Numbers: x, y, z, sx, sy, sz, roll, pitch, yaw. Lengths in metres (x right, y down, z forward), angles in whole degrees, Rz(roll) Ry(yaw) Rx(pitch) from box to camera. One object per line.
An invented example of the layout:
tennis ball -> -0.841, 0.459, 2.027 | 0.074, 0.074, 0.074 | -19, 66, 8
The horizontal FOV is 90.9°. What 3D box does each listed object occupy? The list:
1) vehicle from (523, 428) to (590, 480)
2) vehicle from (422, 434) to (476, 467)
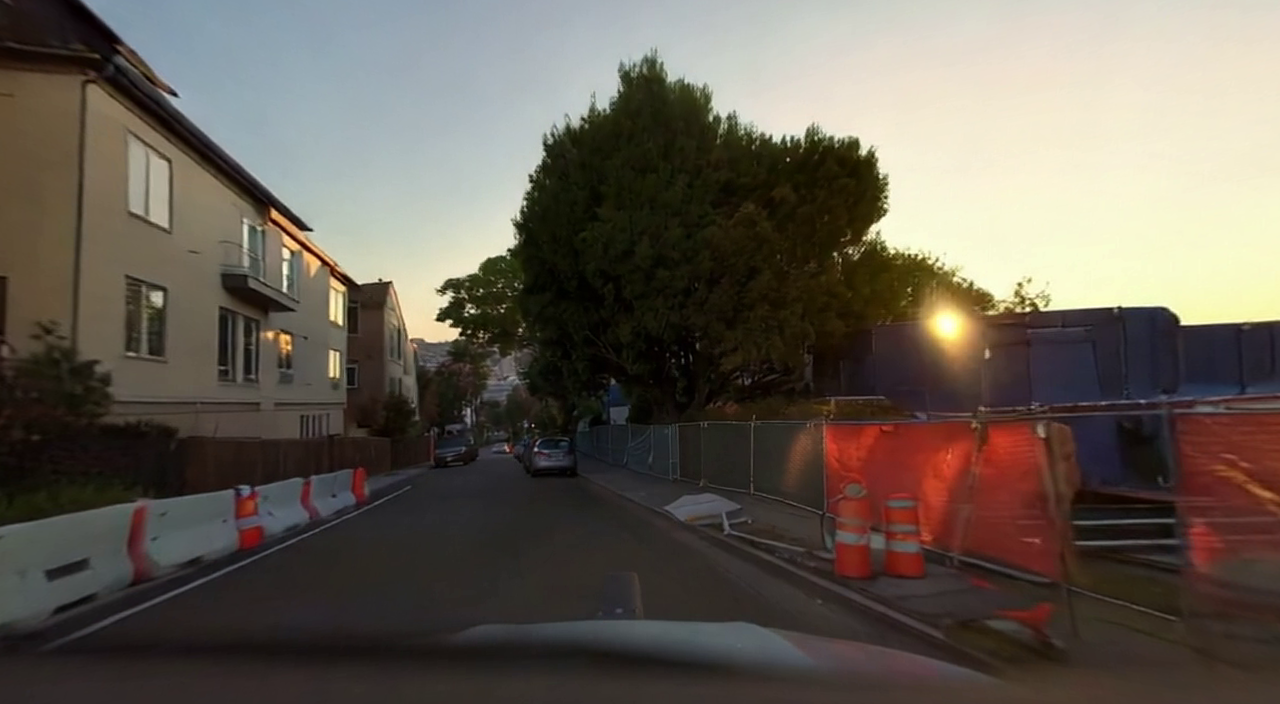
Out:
vehicle -> -3.216, 3.748, 23.660 | 2.066, 1.739, 4.234 | 1, -8, -13
vehicle -> -9.536, 4.918, 31.726 | 1.834, 1.543, 3.497 | 0, -7, -4
